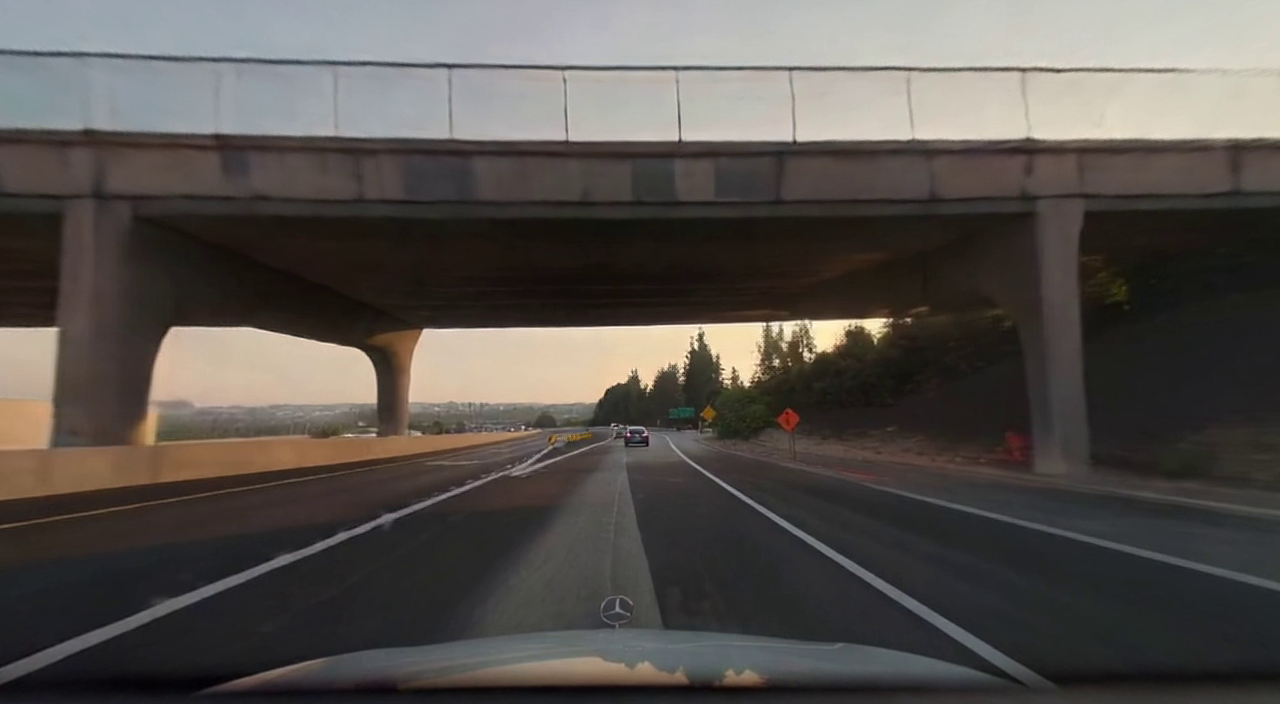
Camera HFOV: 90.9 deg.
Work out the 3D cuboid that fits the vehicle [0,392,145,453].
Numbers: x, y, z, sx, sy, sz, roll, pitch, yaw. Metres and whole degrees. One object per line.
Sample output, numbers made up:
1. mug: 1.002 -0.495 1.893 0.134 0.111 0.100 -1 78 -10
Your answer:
1. vehicle: -35.969 4.576 40.092 2.830 3.469 8.267 1 -8 -6
